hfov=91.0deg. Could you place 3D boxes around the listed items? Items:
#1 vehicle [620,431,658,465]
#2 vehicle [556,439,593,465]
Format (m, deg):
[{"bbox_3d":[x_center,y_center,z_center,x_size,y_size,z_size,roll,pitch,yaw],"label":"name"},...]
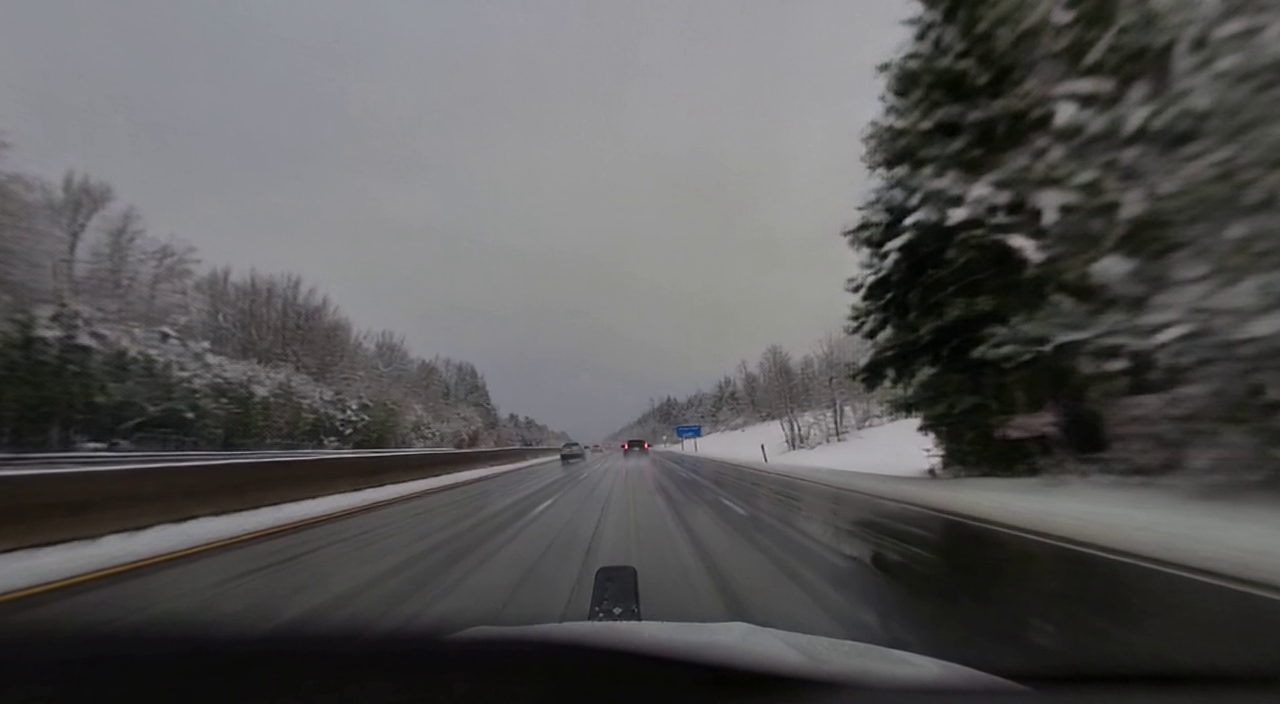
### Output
[{"bbox_3d":[-0.111,5.952,39.286,2.223,1.957,4.416,0,-8,-2],"label":"vehicle"},{"bbox_3d":[-4.202,6.498,41.204,2.062,1.567,4.117,0,-8,-1],"label":"vehicle"}]
